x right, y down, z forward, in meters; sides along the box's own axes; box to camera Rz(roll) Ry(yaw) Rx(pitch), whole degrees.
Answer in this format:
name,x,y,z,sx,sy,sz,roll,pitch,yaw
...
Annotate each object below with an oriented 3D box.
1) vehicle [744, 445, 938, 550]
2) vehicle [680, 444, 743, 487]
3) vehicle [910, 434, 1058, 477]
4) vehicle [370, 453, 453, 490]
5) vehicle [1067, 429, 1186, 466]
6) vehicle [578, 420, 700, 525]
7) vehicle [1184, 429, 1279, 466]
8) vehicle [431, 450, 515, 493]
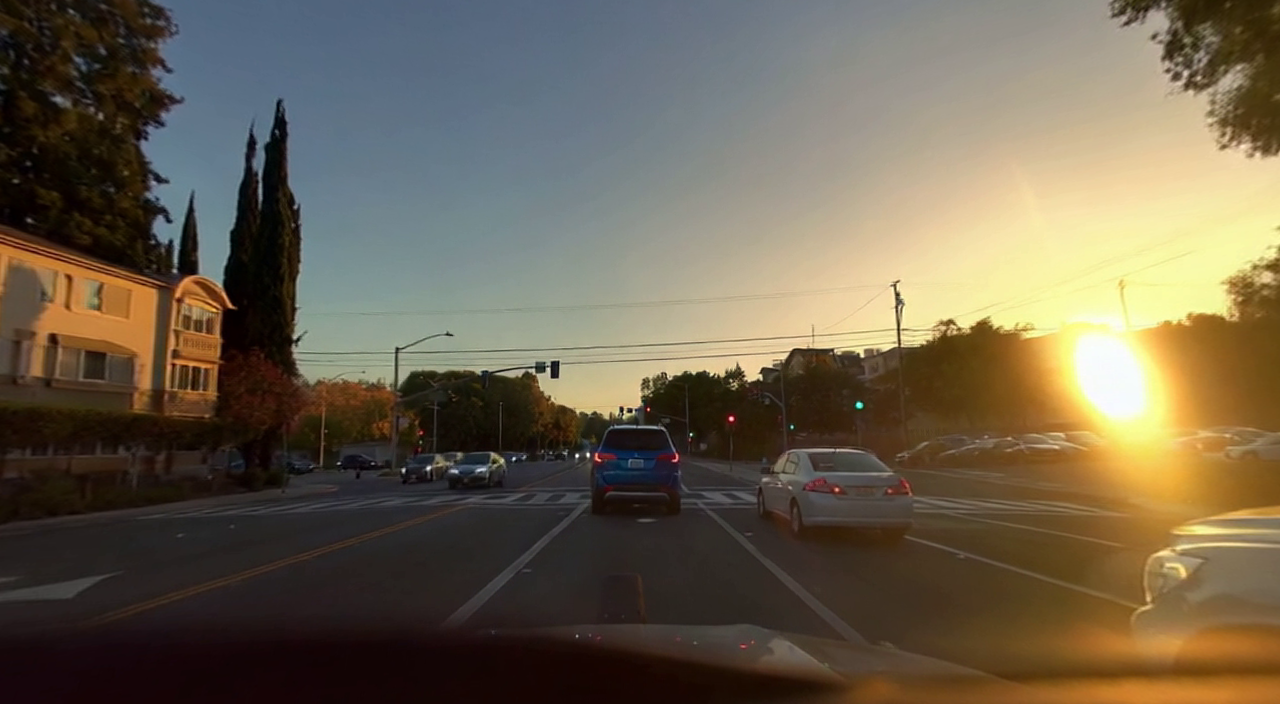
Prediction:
name,x,y,z,sx,sy,sz,roll,pitch,yaw
vehicle,3.278,2.434,11.320,1.900,1.478,4.425,0,-9,-2
vehicle,3.068,4.982,27.832,2.138,1.729,4.178,0,-9,-2
vehicle,13.529,4.092,24.882,4.648,1.583,2.018,0,-9,-2
vehicle,-10.684,5.603,29.788,2.206,1.544,4.740,0,-9,0
vehicle,26.517,5.198,34.344,4.704,1.919,2.130,0,-9,-2
vehicle,-0.052,2.576,13.971,2.296,1.947,4.168,0,-9,-1
vehicle,25.833,3.993,26.215,4.420,1.469,1.807,0,-9,1
vehicle,-6.460,4.674,24.904,2.054,1.478,4.584,0,-9,0
